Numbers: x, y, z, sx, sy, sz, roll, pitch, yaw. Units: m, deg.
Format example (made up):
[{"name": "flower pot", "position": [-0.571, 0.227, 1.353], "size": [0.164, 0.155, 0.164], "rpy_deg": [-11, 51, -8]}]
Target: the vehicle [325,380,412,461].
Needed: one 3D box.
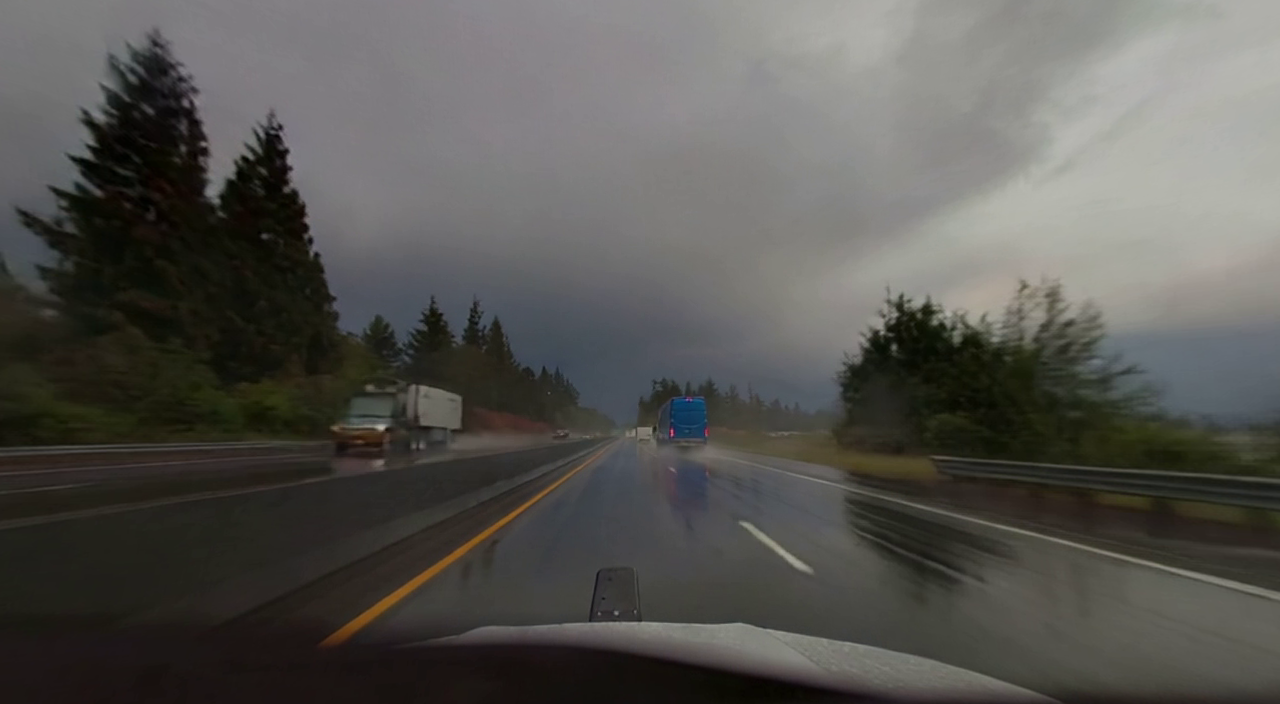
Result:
[{"name": "vehicle", "position": [-13.782, 3.521, 32.229], "size": [2.973, 3.886, 2.899], "rpy_deg": [0, -8, 0]}]

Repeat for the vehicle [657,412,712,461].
[{"name": "vehicle", "position": [2.480, 4.961, 37.043], "size": [2.570, 2.596, 6.082], "rpy_deg": [0, -8, -2]}]
